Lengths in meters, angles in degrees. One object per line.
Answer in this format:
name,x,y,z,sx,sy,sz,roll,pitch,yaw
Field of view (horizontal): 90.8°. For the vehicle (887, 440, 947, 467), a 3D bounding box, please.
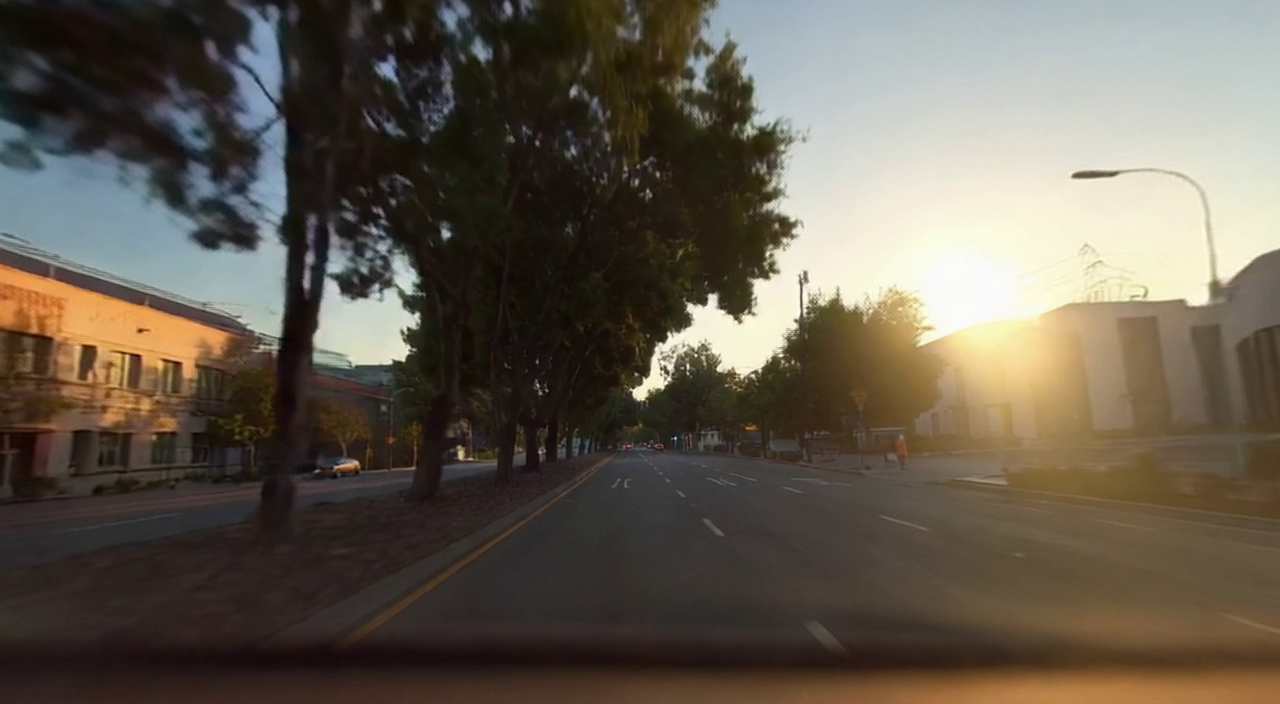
vehicle,16.330,5.927,37.117,1.930,1.449,4.473,-7,-11,40
